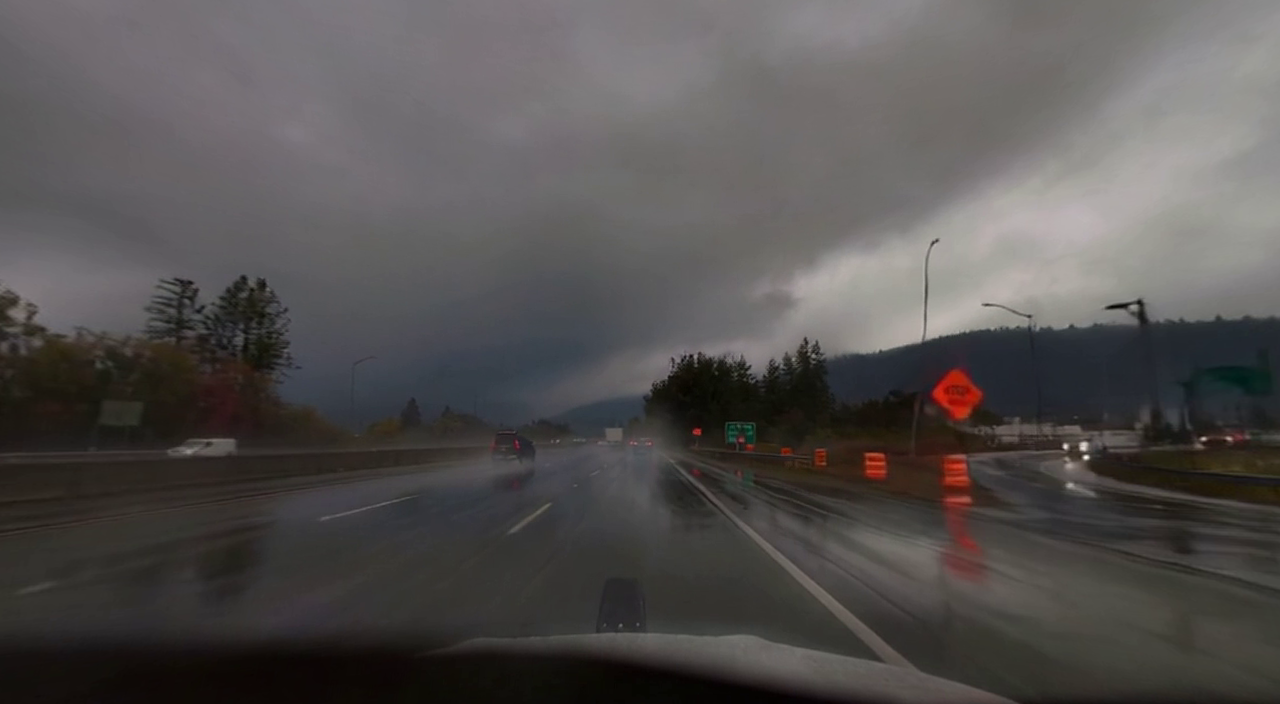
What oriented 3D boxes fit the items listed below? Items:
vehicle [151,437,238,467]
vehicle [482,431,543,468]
[{"bbox_3d":[-25.347,5.682,35.977,1.884,1.584,3.970,0,-8,3],"label":"vehicle"},{"bbox_3d":[-6.601,5.143,33.258,2.103,1.775,4.966,0,-8,1],"label":"vehicle"}]
